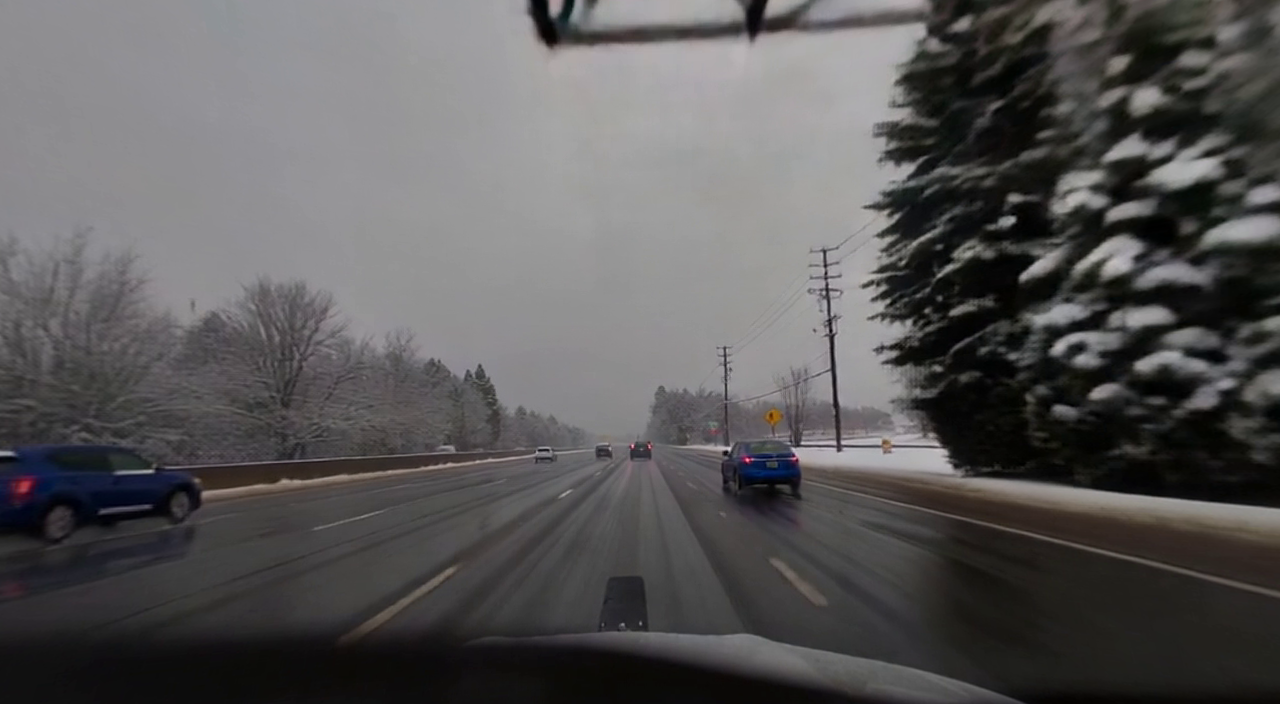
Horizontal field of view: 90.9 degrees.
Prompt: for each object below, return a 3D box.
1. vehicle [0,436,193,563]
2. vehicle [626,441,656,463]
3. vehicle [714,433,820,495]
[{"bbox_3d":[-10.339,2.380,10.419,2.241,1.810,4.966,-3,-8,1],"label":"vehicle"},{"bbox_3d":[0.089,7.112,45.136,2.036,1.474,3.969,0,-8,1],"label":"vehicle"},{"bbox_3d":[3.449,3.144,18.063,2.060,1.526,4.387,0,-8,-1],"label":"vehicle"}]
